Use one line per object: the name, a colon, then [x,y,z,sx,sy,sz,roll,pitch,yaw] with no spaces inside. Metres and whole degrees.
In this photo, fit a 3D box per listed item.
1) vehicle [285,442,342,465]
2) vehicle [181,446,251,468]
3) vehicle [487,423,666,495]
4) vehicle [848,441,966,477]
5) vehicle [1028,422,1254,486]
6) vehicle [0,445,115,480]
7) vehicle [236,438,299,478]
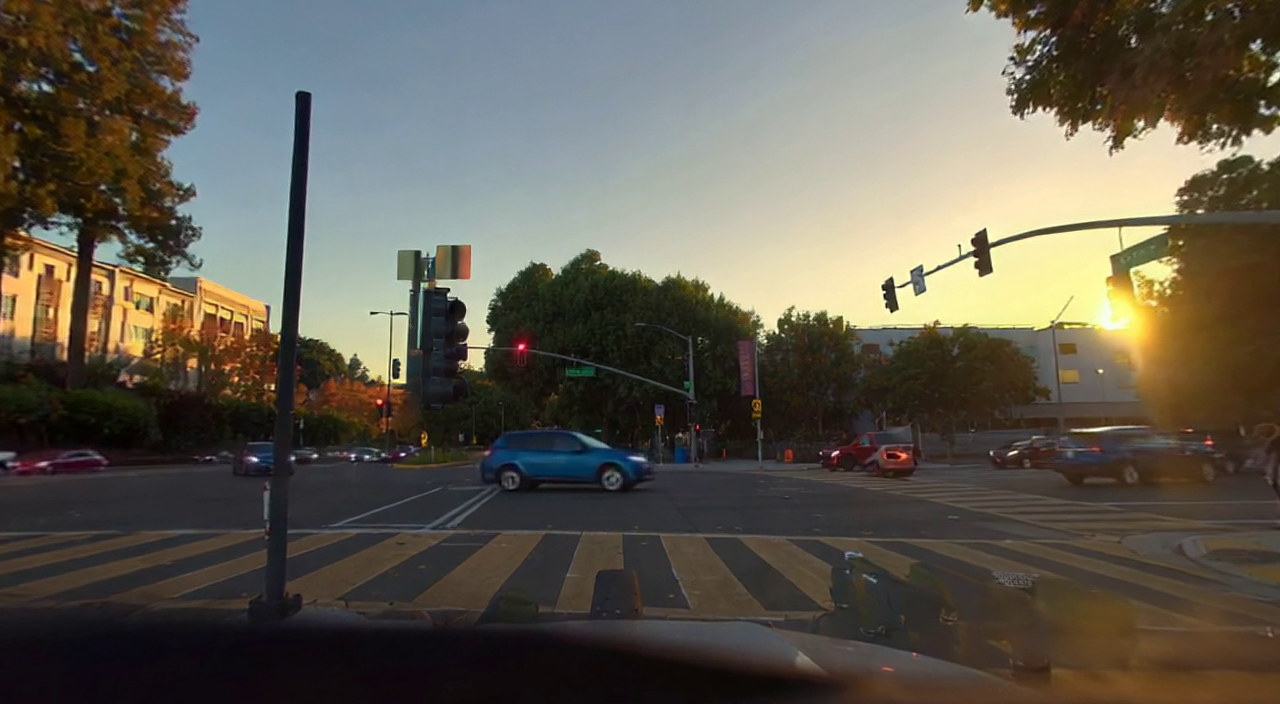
vehicle: [-24.531,7.611,47.671,1.951,1.609,4.693,0,-8,-2]
vehicle: [-31.445,7.791,47.006,1.892,1.525,5.171,0,-8,-4]
vehicle: [-1.708,2.961,17.670,4.509,1.821,2.066,-2,-9,15]
vehicle: [11.589,4.627,27.562,4.317,1.491,1.896,1,-9,-10]
vehicle: [15.588,3.140,19.714,6.196,1.777,2.457,3,-9,-19]
vehicle: [-27.052,5.035,29.215,1.881,1.469,4.415,0,-8,-3]
vehicle: [-15.667,4.397,26.512,2.007,1.540,4.312,5,-10,-31]
